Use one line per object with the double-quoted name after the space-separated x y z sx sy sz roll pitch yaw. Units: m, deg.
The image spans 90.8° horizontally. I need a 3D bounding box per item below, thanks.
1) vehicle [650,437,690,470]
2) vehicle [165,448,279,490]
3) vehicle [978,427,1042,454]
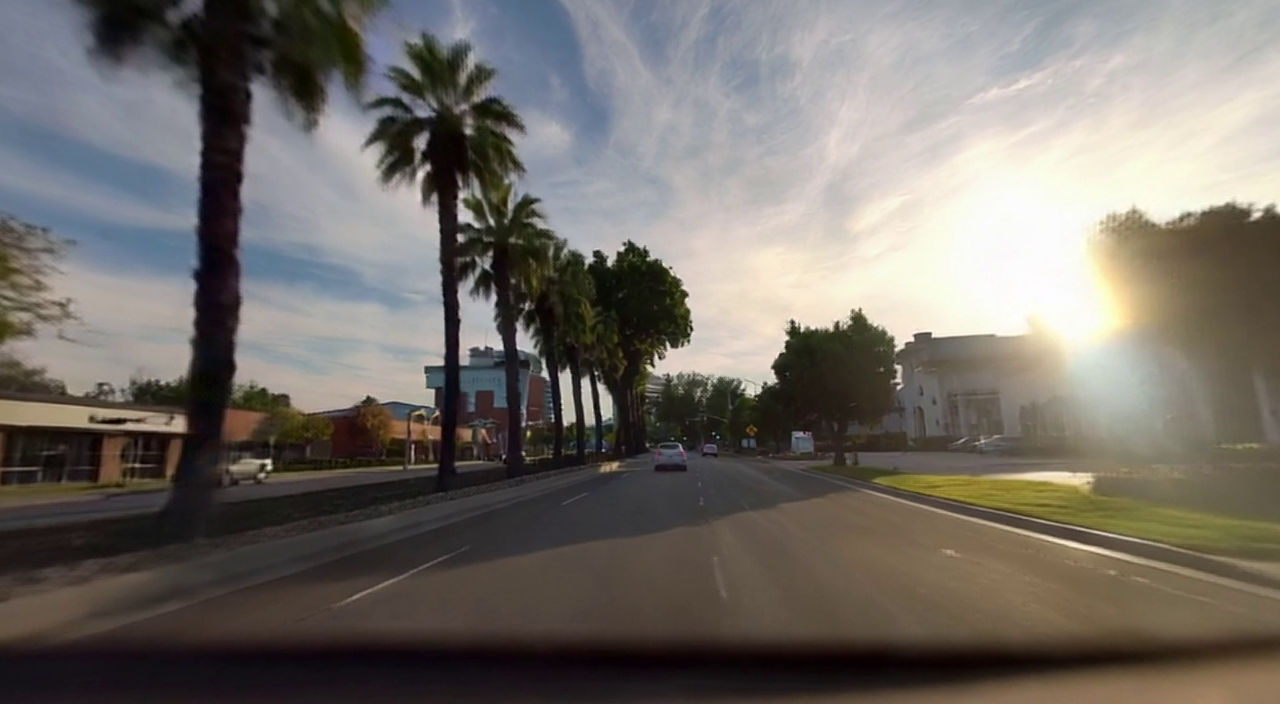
1.787 5.766 36.062 2.147 1.745 4.648 -1 -8 5 "vehicle"
-21.022 5.854 32.065 2.294 1.935 4.783 -1 -8 3 "vehicle"
26.746 6.475 45.908 2.194 1.840 4.659 -1 -9 6 "vehicle"
